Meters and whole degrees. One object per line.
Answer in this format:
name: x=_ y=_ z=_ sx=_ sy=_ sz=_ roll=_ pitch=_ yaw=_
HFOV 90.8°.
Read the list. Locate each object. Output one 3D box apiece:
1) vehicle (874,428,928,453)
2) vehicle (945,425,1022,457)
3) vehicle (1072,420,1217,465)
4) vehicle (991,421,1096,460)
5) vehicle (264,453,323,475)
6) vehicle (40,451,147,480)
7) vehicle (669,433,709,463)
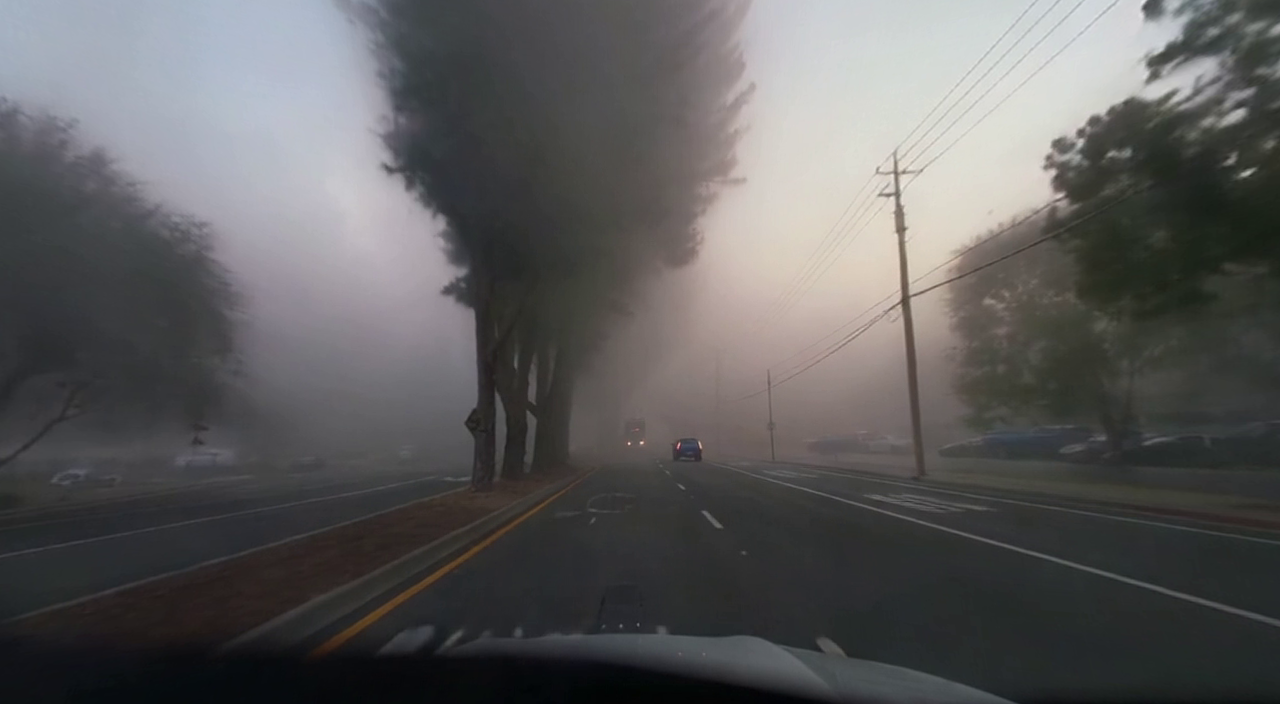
vehicle: x=20.335 y=6.973 z=49.503 sx=1.993 sy=1.854 sz=5.008 roll=0 pitch=-8 yaw=-1
vehicle: x=20.070 y=5.250 z=37.180 sx=1.939 sy=1.753 sz=4.469 roll=0 pitch=-8 yaw=0
vehicle: x=20.239 y=3.684 z=25.694 sx=2.021 sy=1.640 sz=4.620 roll=0 pitch=-8 yaw=0
vehicle: x=20.048 y=4.441 z=31.718 sx=1.941 sy=1.784 sz=4.967 roll=0 pitch=-8 yaw=-1
vehicle: x=-26.298 y=8.501 z=48.152 sx=1.883 sy=1.482 sz=4.779 roll=0 pitch=-8 yaw=-2
vehicle: x=-34.492 y=7.172 z=39.973 sx=4.598 sy=1.717 sz=2.289 roll=0 pitch=-8 yaw=-1
vehicle: x=3.053 y=6.073 z=40.085 sx=2.086 sy=1.803 sz=4.607 roll=0 pitch=-8 yaw=-1
